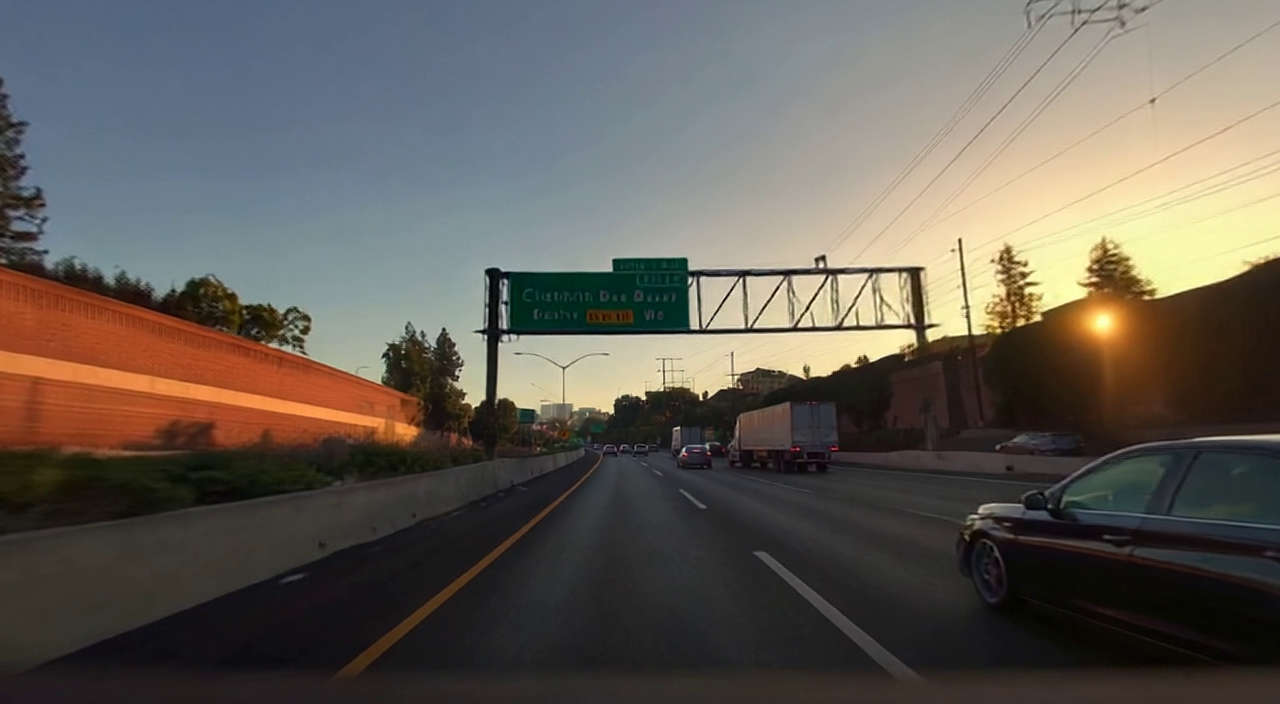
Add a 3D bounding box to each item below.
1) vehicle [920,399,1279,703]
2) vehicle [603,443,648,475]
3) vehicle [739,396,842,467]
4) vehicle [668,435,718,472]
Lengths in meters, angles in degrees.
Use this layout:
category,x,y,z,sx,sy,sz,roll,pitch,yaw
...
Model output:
category,x,y,z,sx,sy,sz,roll,pitch,yaw
vehicle,3.439,1.056,3.357,1.922,1.465,4.165,0,-9,-1
vehicle,-0.732,5.293,31.483,2.083,1.477,3.965,0,-9,-2
vehicle,9.986,5.785,44.653,2.914,4.134,15.553,0,-9,-2
vehicle,2.801,5.529,34.452,2.114,1.849,4.692,0,-9,-3
